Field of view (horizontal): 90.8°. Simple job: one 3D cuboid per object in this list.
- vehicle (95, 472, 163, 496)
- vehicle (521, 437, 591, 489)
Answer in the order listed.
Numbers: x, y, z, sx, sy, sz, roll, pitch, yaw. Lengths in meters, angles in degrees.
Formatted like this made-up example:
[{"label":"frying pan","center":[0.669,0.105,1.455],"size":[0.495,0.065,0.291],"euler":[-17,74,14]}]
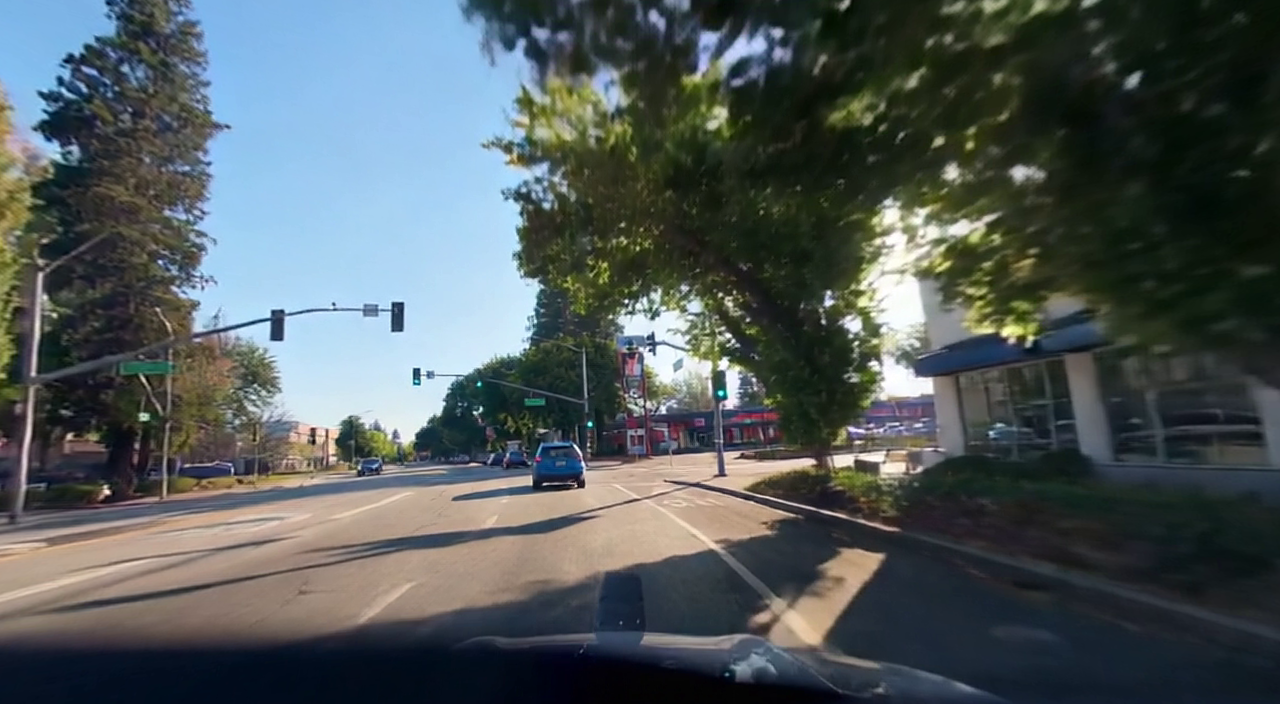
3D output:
[{"label":"vehicle","center":[-37.740,9.763,46.774],"size":[2.004,1.479,4.230],"euler":[2,-9,-10]},{"label":"vehicle","center":[-3.199,4.069,23.417],"size":[2.227,1.733,3.930],"euler":[2,-9,-12]}]
